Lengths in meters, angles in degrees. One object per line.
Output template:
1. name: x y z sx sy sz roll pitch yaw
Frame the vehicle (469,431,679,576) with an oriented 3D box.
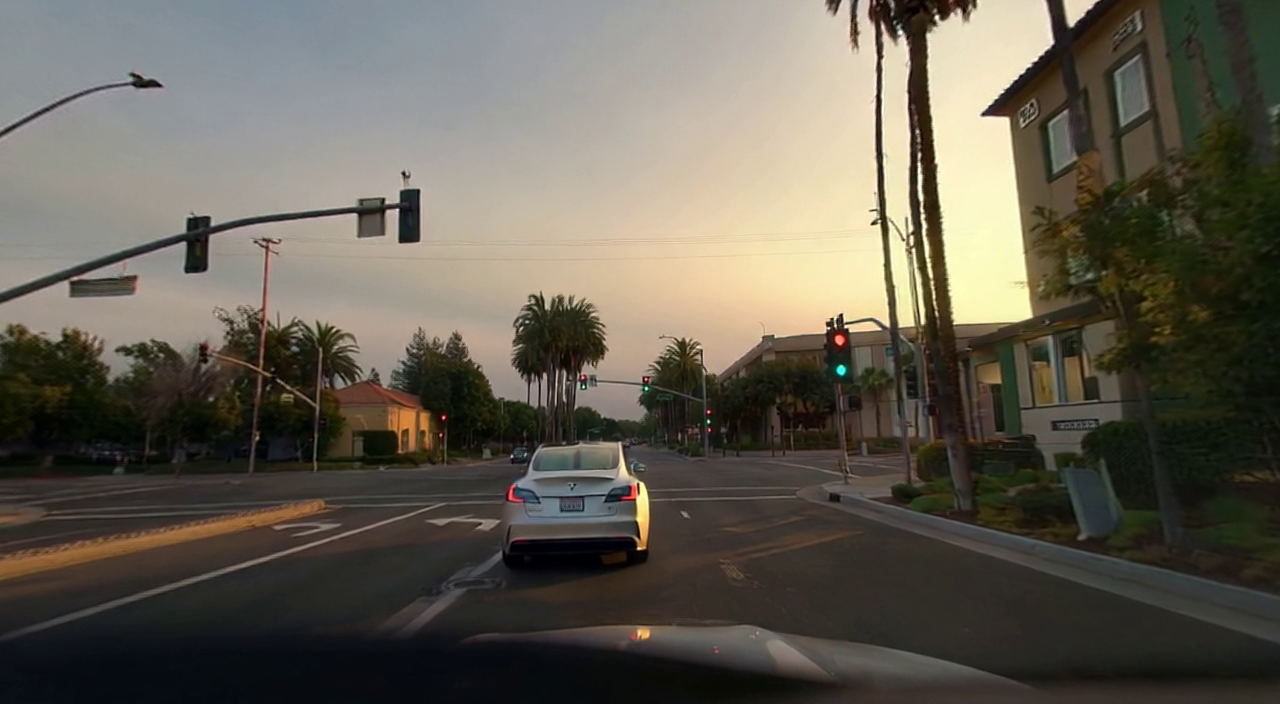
1. vehicle: -0.723 1.884 8.719 2.152 1.478 4.229 0 -8 -1
